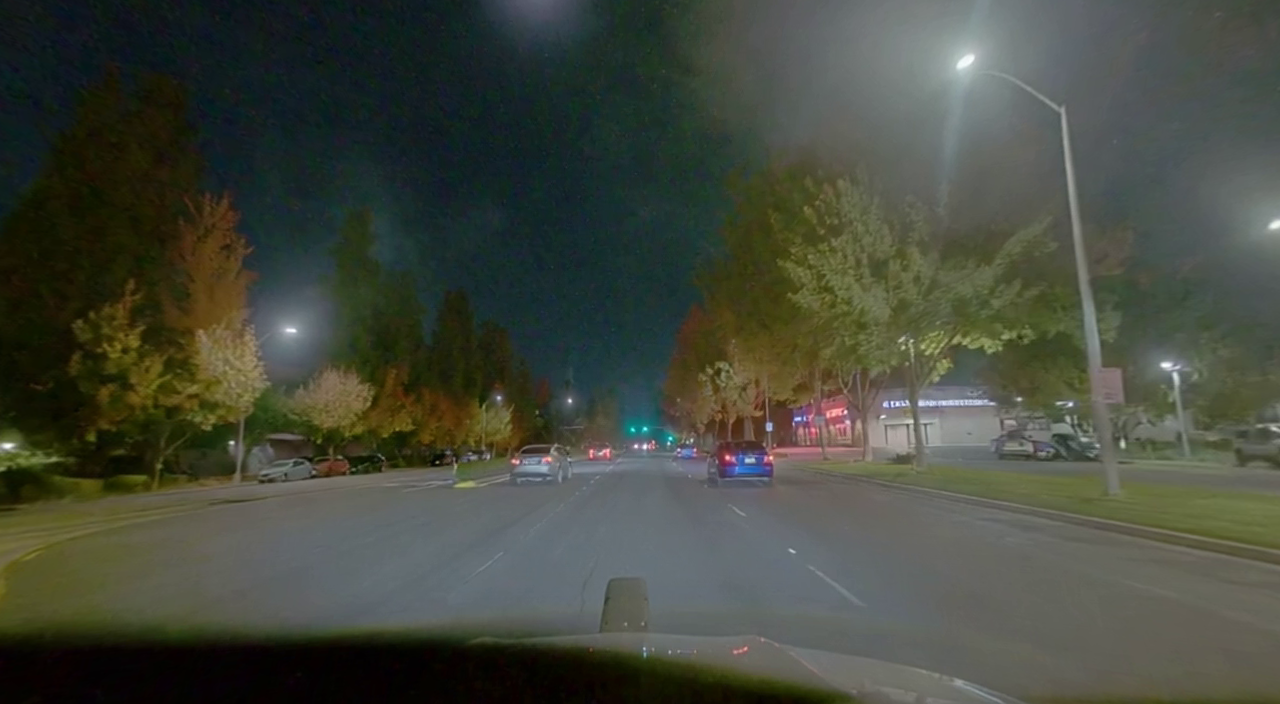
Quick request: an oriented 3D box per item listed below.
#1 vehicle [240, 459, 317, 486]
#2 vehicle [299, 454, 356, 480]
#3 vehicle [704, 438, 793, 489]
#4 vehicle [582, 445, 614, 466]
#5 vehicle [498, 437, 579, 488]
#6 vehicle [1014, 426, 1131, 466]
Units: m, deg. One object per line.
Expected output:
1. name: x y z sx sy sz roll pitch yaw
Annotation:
1. vehicle: -22.460 7.461 39.395 2.059 1.463 4.780 0 -8 -2
2. vehicle: -22.550 8.306 45.667 1.853 1.693 4.233 0 -8 1
3. vehicle: 3.397 3.592 20.626 2.083 1.474 4.360 0 -8 -1
4. vehicle: -3.085 7.717 47.069 2.060 1.459 4.311 0 -8 0
5. vehicle: -3.471 3.876 22.404 2.113 1.626 4.129 0 -8 1
6. vehicle: 28.547 6.172 41.664 6.334 2.182 2.351 -2 -8 -11
